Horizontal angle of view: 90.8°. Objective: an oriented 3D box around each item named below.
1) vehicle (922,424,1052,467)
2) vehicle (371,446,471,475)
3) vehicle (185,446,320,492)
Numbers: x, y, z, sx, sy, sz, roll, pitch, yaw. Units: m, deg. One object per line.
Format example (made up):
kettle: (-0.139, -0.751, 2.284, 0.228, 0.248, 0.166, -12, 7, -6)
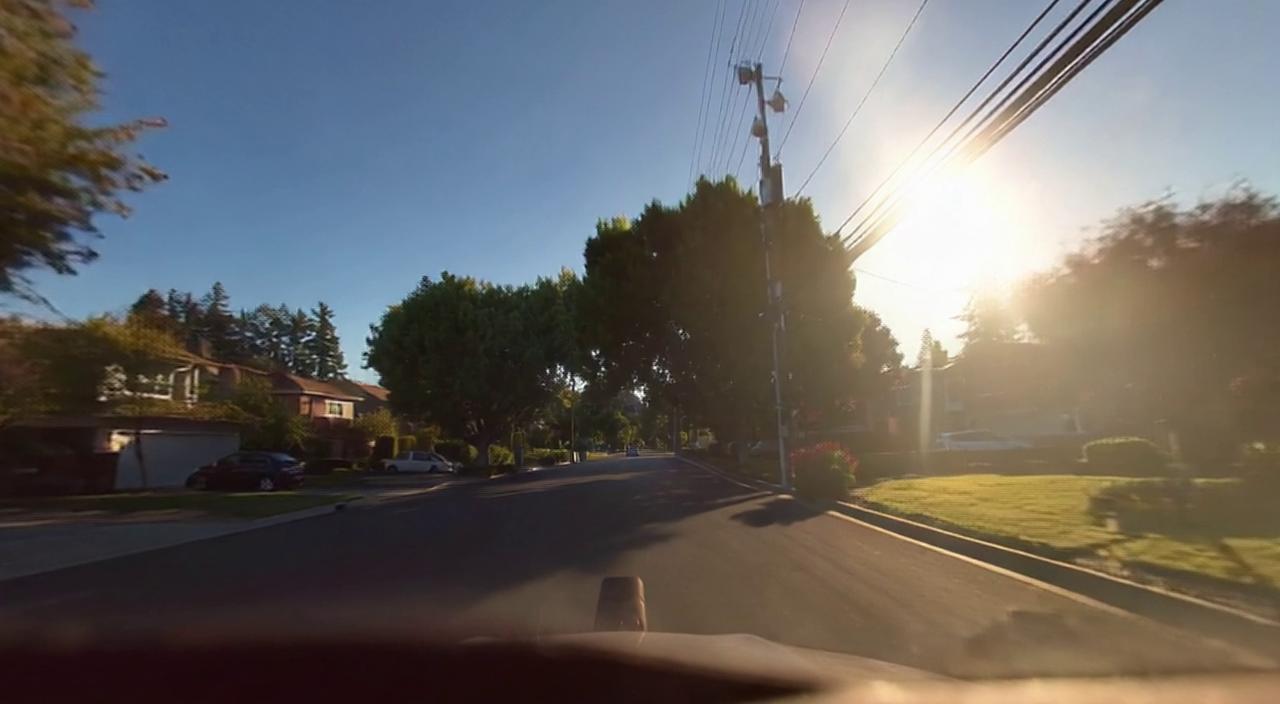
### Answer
vehicle: (14.994, 4.074, 27.540, 4.373, 1.759, 2.093, 0, -9, 5)
vehicle: (-12.457, 6.192, 36.149, 4.893, 1.567, 2.105, -1, -8, 6)
vehicle: (-14.939, 4.502, 24.817, 1.978, 1.586, 5.192, 0, -8, 0)
